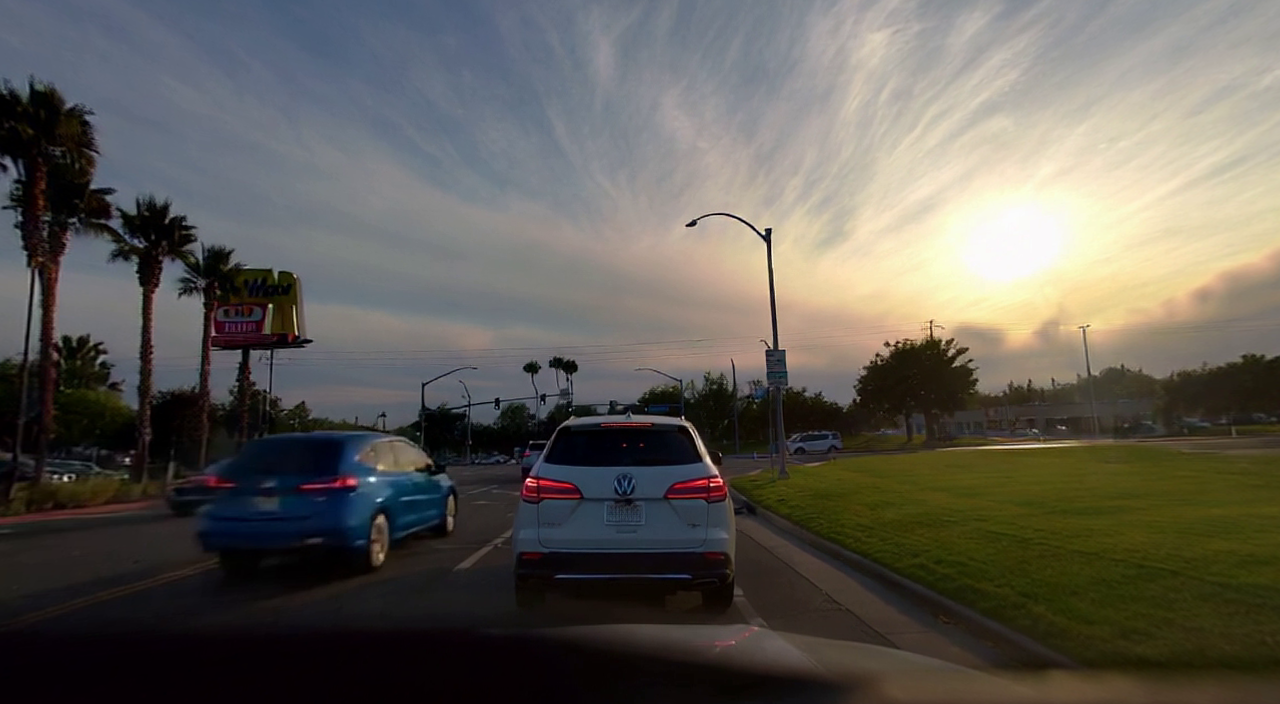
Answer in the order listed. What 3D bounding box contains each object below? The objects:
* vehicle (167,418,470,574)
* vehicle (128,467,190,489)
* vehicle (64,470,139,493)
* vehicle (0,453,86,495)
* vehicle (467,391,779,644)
[{"bbox_3d":[-4.028,1.870,8.979,2.023,1.648,4.302,0,-9,0],"label":"vehicle"},{"bbox_3d":[-35.630,9.302,46.876,1.672,1.397,3.682,0,-9,0],"label":"vehicle"},{"bbox_3d":[-39.935,9.618,47.001,1.823,1.427,4.251,0,-9,-1],"label":"vehicle"},{"bbox_3d":[-28.116,5.420,28.202,4.584,1.714,2.186,4,-10,-27],"label":"vehicle"},{"bbox_3d":[-0.141,1.429,6.384,2.137,1.728,3.926,0,-9,-1],"label":"vehicle"}]
